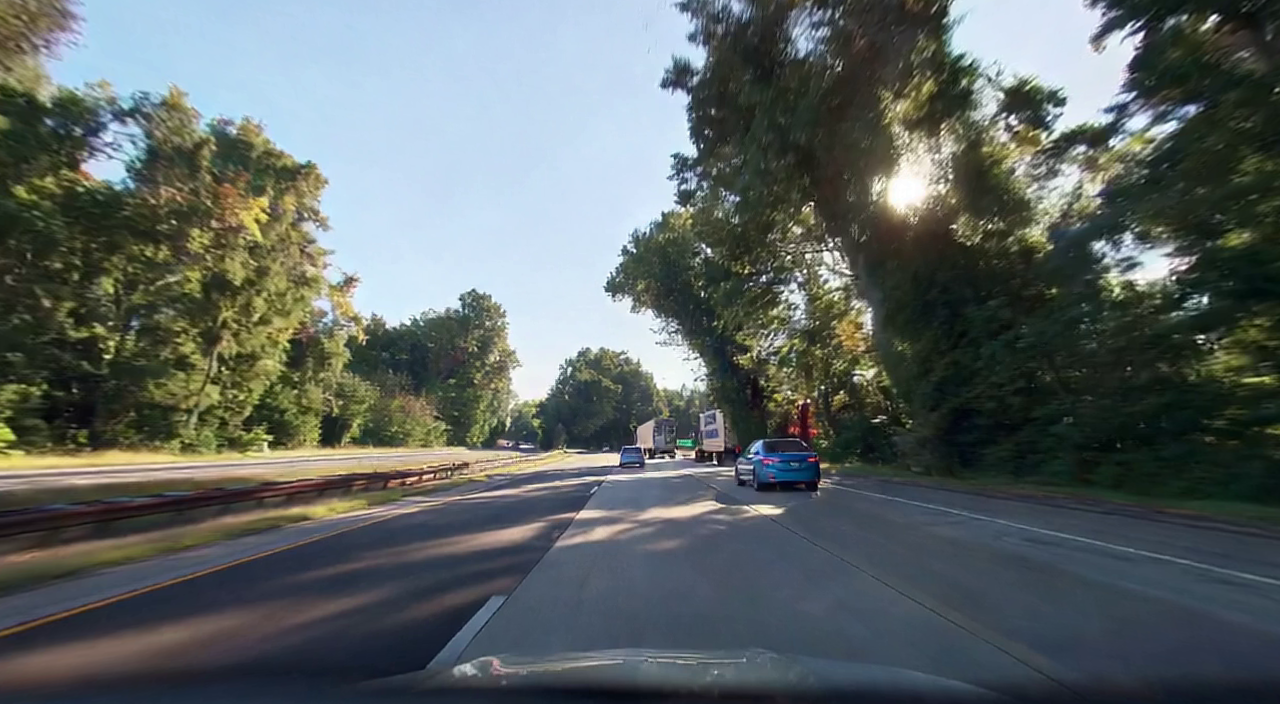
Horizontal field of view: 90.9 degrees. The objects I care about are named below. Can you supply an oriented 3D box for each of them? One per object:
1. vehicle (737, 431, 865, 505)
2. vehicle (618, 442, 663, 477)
[{"bbox_3d":[3.906,2.918,16.249,1.977,1.599,4.605,0,-9,-1],"label":"vehicle"},{"bbox_3d":[-0.035,4.825,28.387,1.913,1.460,3.610,0,-9,-1],"label":"vehicle"}]
